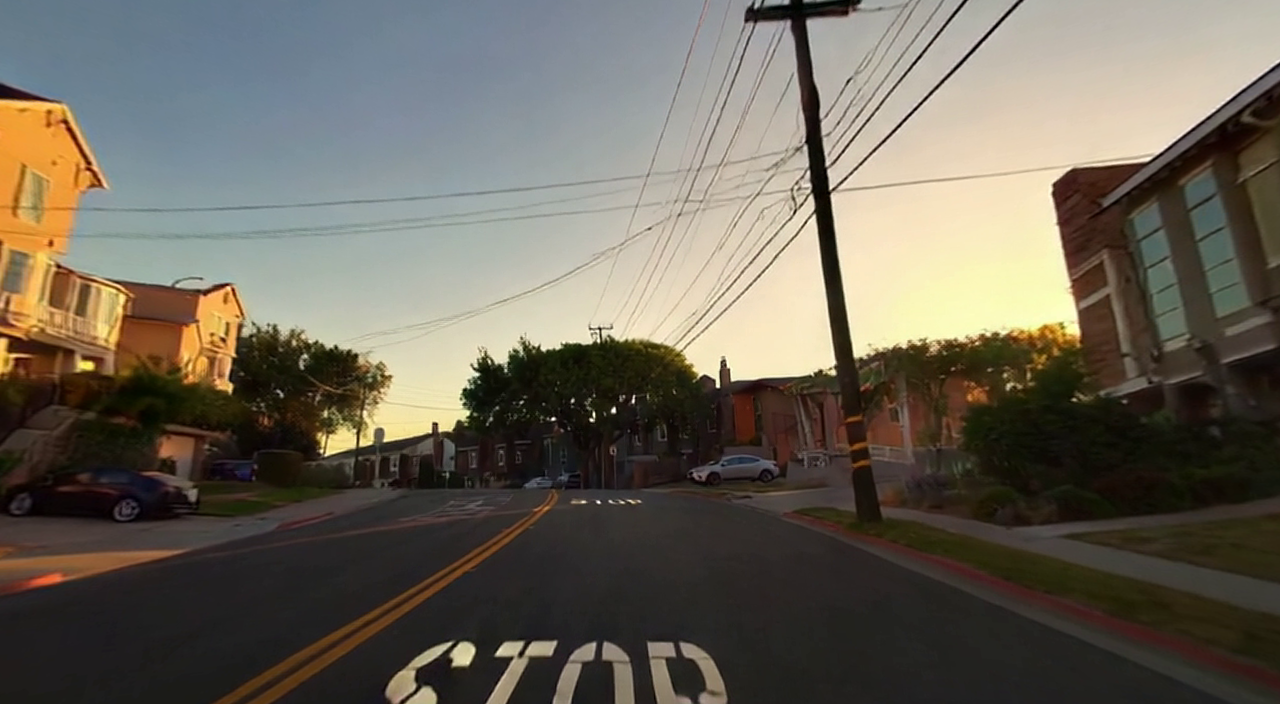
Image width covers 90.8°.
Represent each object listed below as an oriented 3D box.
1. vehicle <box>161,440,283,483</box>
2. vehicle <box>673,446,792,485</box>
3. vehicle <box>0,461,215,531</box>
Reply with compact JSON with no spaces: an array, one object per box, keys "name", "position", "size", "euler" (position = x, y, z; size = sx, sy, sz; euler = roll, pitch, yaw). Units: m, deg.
[{"name":"vehicle","position":[-21.450,5.753,32.725],"size":[4.942,1.912,2.121],"euler":[7,-17,-30]},{"name":"vehicle","position":[4.721,5.850,32.557],"size":[5.578,1.842,2.300],"euler":[3,-9,-12]},{"name":"vehicle","position":[-13.356,3.510,15.681],"size":[4.146,1.535,1.862],"euler":[0,-8,-4]}]
